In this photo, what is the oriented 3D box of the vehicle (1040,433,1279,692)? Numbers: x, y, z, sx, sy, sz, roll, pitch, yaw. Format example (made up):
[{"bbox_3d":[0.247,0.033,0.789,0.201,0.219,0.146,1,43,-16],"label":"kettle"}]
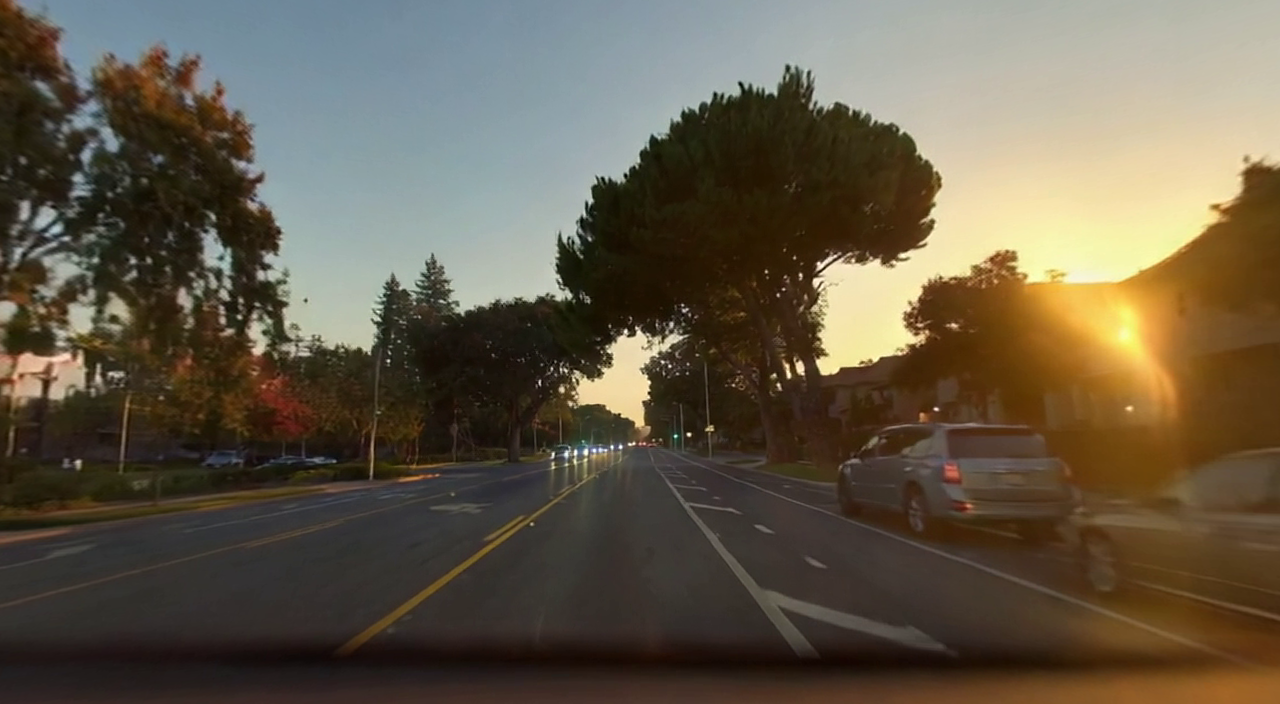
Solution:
[{"bbox_3d":[4.559,1.169,3.454,1.935,1.433,4.241,0,-8,0],"label":"vehicle"}]

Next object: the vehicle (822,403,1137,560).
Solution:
[{"bbox_3d":[4.768,1.907,10.107,2.115,1.843,5.141,0,-8,-1],"label":"vehicle"}]

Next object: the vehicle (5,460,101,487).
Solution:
[{"bbox_3d":[-35.664,7.348,38.518,3.854,1.476,1.842,5,-10,-31],"label":"vehicle"}]
